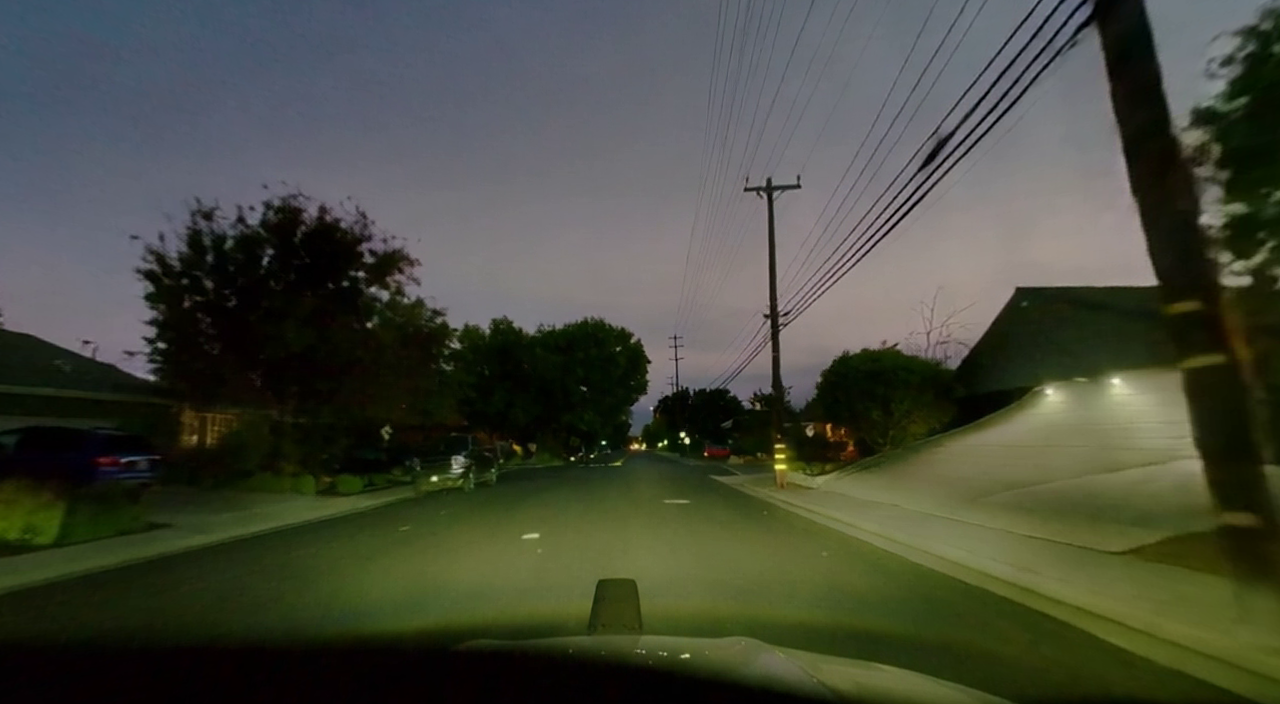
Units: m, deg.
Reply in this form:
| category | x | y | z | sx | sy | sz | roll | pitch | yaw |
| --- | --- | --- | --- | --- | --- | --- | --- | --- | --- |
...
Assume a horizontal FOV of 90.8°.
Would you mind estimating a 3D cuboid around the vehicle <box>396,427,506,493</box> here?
| category | x | y | z | sx | sy | sz | roll | pitch | yaw |
| --- | --- | --- | --- | --- | --- | --- | --- | --- | --- |
| vehicle | -7.148 | 4.230 | 24.811 | 2.739 | 2.164 | 6.065 | -1 | -9 | -3 |

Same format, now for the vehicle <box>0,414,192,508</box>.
| category | x | y | z | sx | sy | sz | roll | pitch | yaw |
| --- | --- | --- | --- | --- | --- | --- | --- | --- | --- |
| vehicle | -13.771 | 2.499 | 14.634 | 5.033 | 1.997 | 2.126 | 0 | -9 | -2 |
